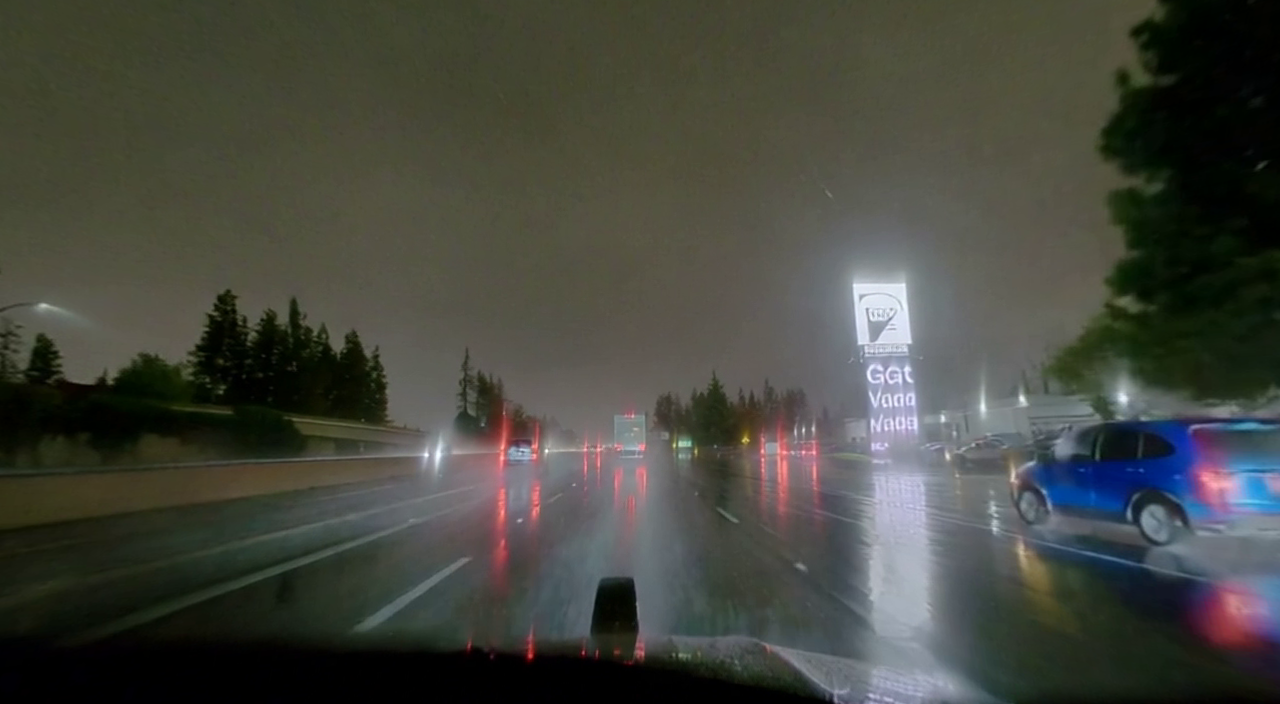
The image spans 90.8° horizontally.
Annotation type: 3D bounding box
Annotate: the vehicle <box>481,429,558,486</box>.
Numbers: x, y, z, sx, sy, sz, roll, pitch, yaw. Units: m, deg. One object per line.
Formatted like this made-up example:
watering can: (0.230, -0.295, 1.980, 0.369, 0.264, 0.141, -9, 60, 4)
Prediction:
vehicle: (-4.460, 4.006, 24.196, 2.095, 1.930, 4.680, 0, -9, -1)

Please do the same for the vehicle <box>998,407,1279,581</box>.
vehicle: (6.956, 1.697, 8.320, 1.928, 1.686, 4.182, 0, -9, -1)
